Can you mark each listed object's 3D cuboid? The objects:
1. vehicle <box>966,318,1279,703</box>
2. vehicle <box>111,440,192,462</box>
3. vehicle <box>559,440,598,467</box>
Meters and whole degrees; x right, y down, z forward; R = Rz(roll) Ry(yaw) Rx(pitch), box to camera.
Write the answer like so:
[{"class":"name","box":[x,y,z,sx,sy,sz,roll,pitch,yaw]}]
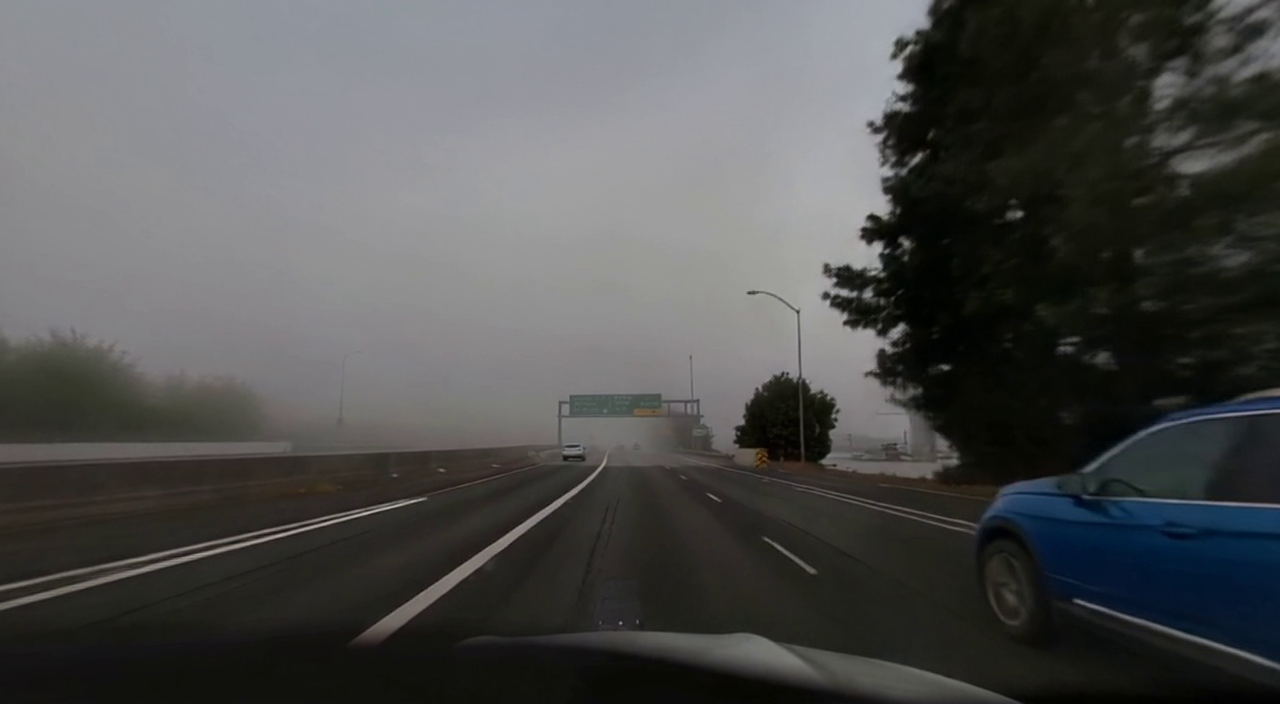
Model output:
[{"class":"vehicle","box":[3.637,0.741,2.249,2.296,1.790,5.067,0,-9,1]},{"class":"vehicle","box":[-35.985,7.284,46.545,1.837,1.541,4.634,-1,-9,10]},{"class":"vehicle","box":[-3.793,6.332,39.428,2.012,1.571,4.232,0,-9,0]}]
